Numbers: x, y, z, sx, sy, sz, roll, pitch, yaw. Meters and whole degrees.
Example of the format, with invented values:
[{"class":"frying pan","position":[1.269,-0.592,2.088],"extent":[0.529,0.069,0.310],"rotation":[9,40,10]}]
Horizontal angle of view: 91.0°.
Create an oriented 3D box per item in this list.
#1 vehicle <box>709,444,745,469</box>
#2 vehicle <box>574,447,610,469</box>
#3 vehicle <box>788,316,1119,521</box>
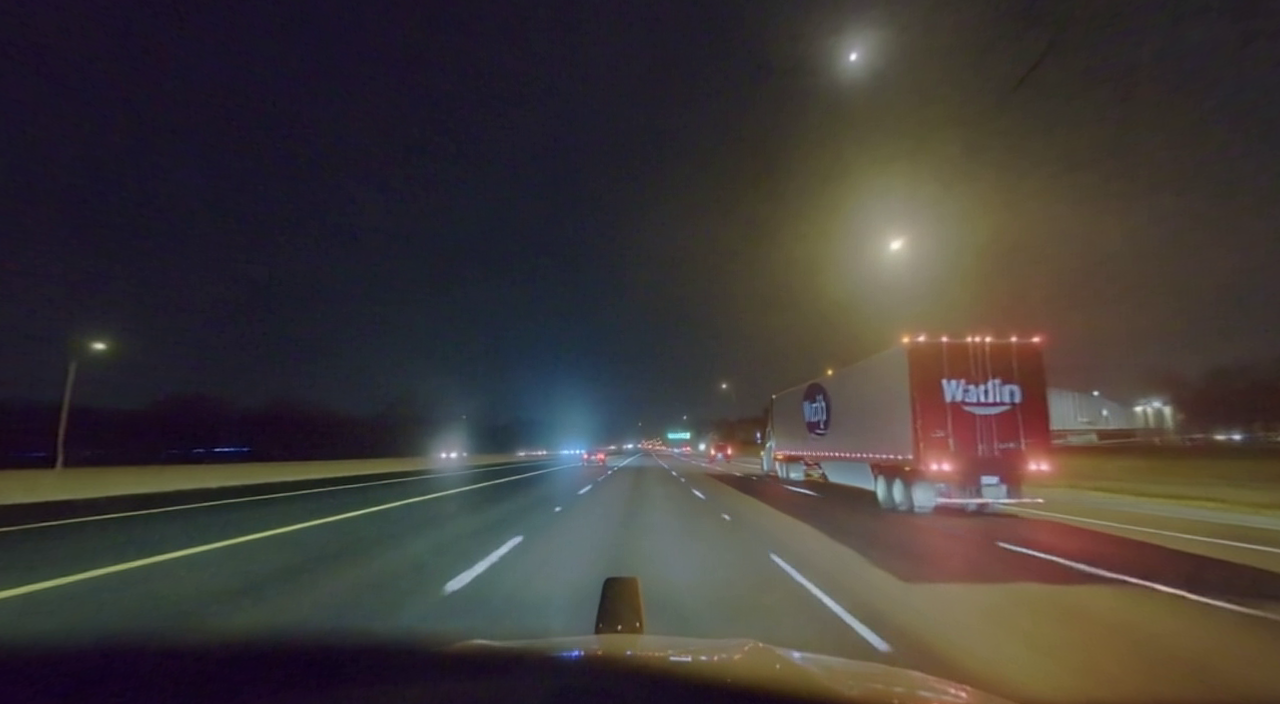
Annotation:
[{"class":"vehicle","position":[6.411,7.738,46.896],"extent":[2.188,1.727,4.381],"rotation":[0,-9,2]},{"class":"vehicle","position":[-3.369,7.589,45.251],"extent":[2.164,1.507,4.748],"rotation":[0,-9,1]},{"class":"vehicle","position":[8.109,2.474,20.505],"extent":[2.912,4.143,15.538],"rotation":[0,-9,0]}]
